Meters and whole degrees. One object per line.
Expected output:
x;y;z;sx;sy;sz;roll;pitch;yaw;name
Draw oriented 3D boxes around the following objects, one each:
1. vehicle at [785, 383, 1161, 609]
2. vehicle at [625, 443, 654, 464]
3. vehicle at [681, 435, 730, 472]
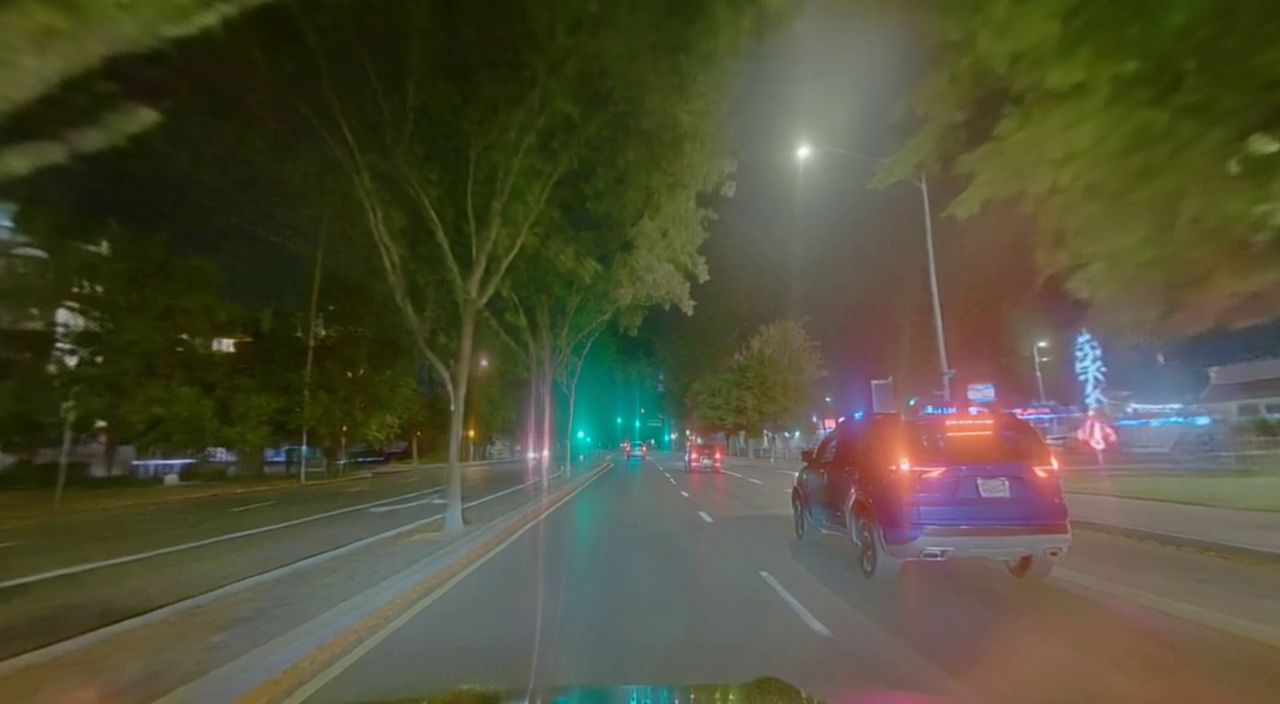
3.276;1.518;7.481;2.033;1.865;4.360;0;-8;0;vehicle
-0.026;7.576;47.171;2.131;1.474;4.146;0;-8;0;vehicle
3.486;5.513;34.432;2.085;1.828;5.383;0;-8;0;vehicle
